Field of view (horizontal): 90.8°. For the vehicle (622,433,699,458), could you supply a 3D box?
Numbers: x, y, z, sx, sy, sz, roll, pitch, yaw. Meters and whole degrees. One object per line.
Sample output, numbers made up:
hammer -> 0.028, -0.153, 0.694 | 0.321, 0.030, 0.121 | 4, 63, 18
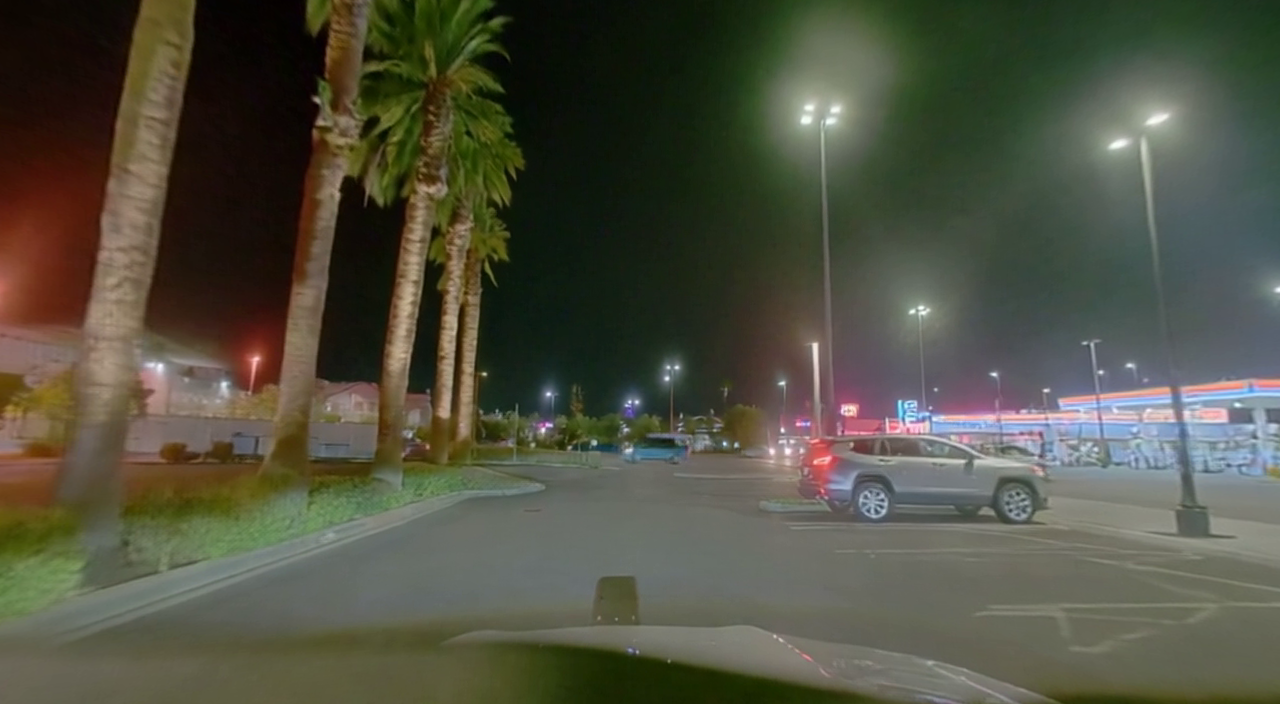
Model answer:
vehicle -> 1.535, 7.271, 49.007 | 5.763, 1.840, 2.077 | 1, -9, -2

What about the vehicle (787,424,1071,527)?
vehicle -> 5.507, 2.400, 12.544 | 4.560, 1.818, 2.148 | 1, -9, -3
